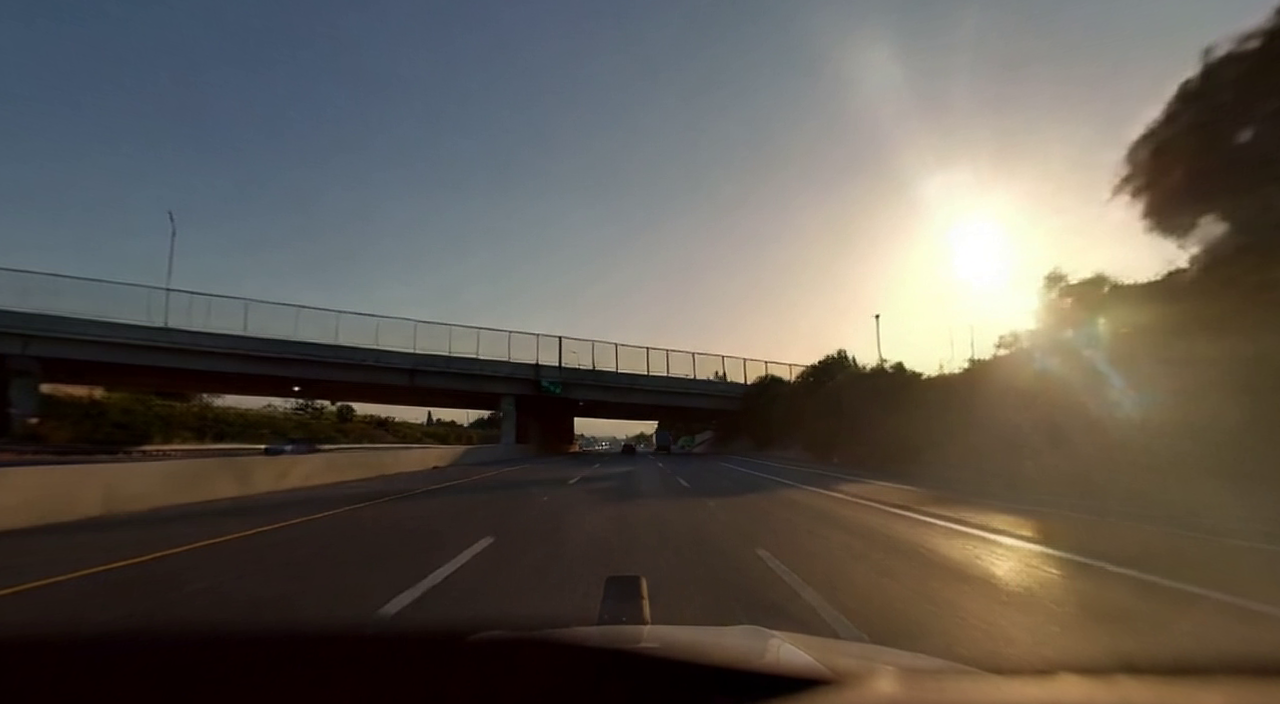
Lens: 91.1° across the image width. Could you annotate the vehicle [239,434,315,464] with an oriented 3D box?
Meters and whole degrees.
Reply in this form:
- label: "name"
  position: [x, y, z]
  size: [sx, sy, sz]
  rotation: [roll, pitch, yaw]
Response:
- label: "vehicle"
  position: [-21.999, 5.902, 38.309]
  size: [1.903, 1.664, 4.502]
  rotation: [0, -8, 0]
